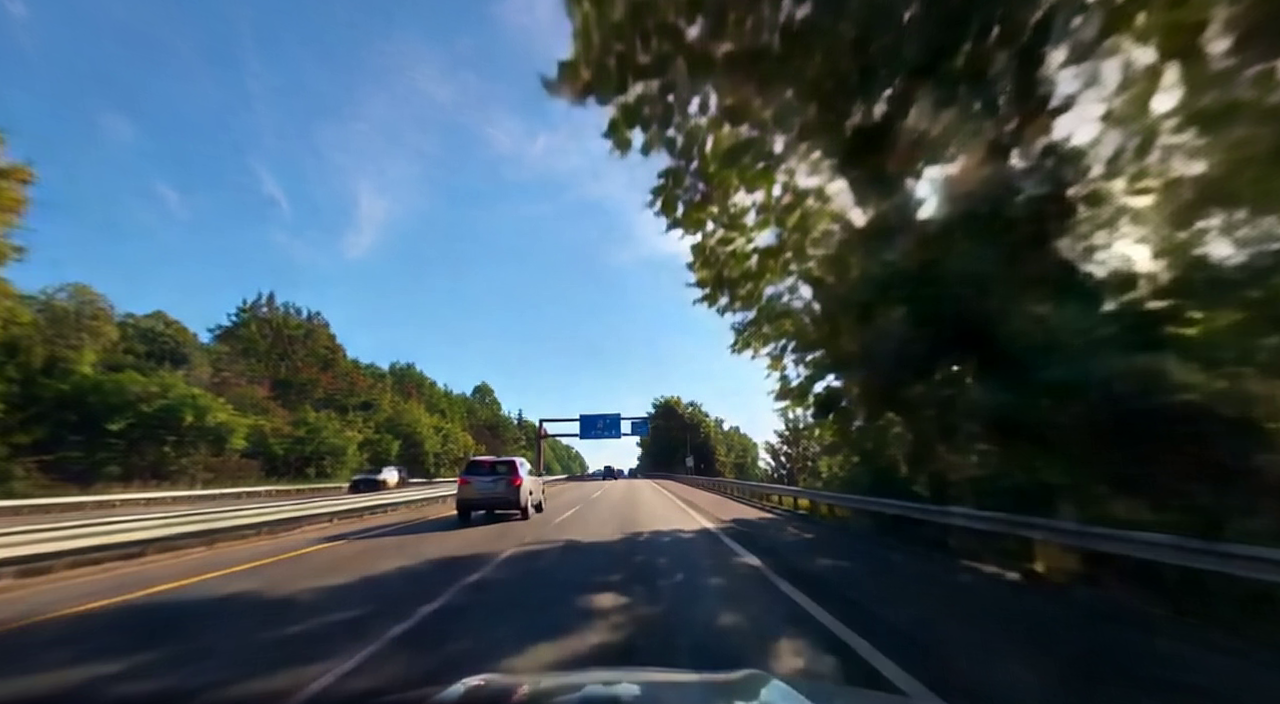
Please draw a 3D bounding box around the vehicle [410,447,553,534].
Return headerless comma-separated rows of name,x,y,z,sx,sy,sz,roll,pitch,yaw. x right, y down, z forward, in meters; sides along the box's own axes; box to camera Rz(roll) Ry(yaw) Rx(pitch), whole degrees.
vehicle,-3.460,3.172,14.819,2.107,1.668,4.554,1,-11,1
